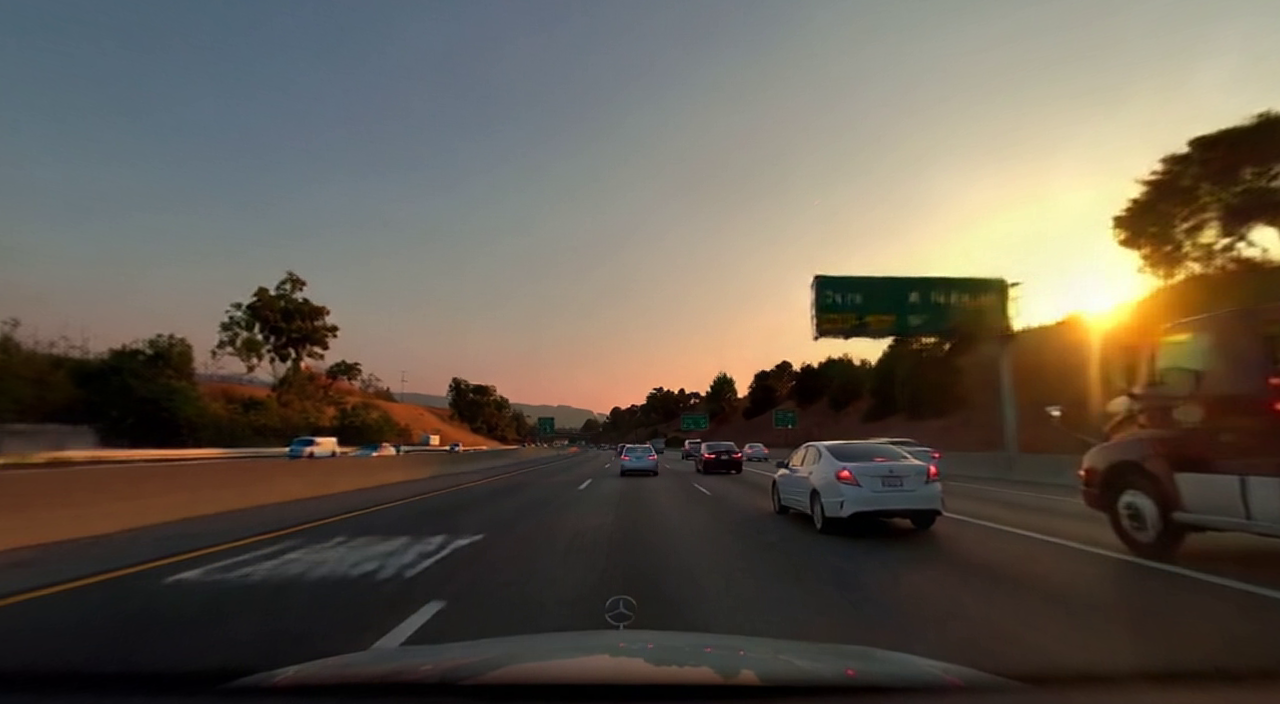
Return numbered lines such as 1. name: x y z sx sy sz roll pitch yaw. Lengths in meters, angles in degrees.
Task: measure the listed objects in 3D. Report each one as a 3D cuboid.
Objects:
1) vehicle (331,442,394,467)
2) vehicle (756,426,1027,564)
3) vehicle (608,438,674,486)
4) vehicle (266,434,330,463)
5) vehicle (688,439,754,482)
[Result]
1. vehicle: -17.800 6.610 40.780 1.935 1.491 4.689 0 -9 0
2. vehicle: 3.235 1.947 9.450 1.993 1.504 4.781 0 -9 -1
3. vehicle: 0.014 3.796 22.089 2.098 1.475 3.997 0 -9 -1
4. vehicle: -25.603 7.253 47.452 2.245 2.020 4.578 0 -9 -1
5. vehicle: 3.039 4.164 24.562 1.856 1.517 4.198 0 -9 -2
